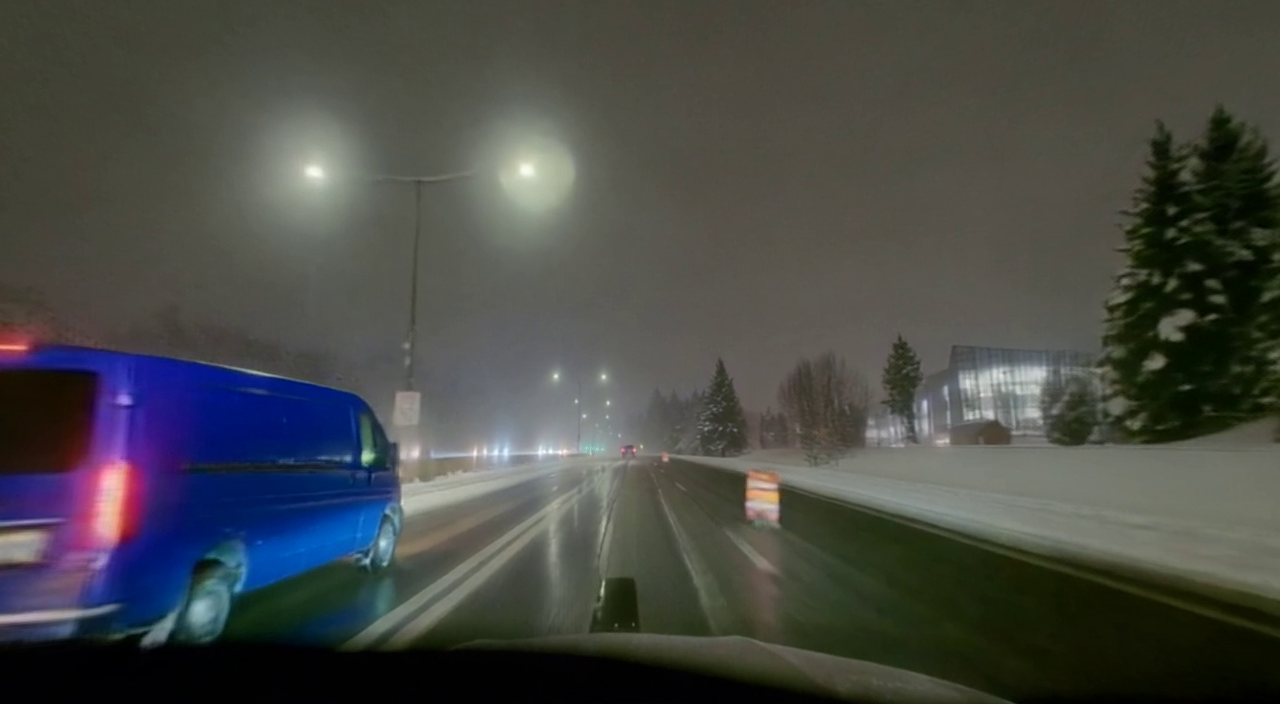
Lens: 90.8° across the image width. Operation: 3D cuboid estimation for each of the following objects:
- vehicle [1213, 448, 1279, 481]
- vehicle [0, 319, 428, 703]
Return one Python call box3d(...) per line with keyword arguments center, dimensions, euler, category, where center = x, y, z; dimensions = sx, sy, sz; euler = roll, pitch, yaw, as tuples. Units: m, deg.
box3d(center=(29.854, 5.262, 29.686), dimensions=(3.924, 1.454, 1.952), euler=(0, -8, -2), category="vehicle")
box3d(center=(-3.604, 1.139, 5.404), dimensions=(2.046, 1.982, 4.465), euler=(0, -9, -1), category="vehicle")
